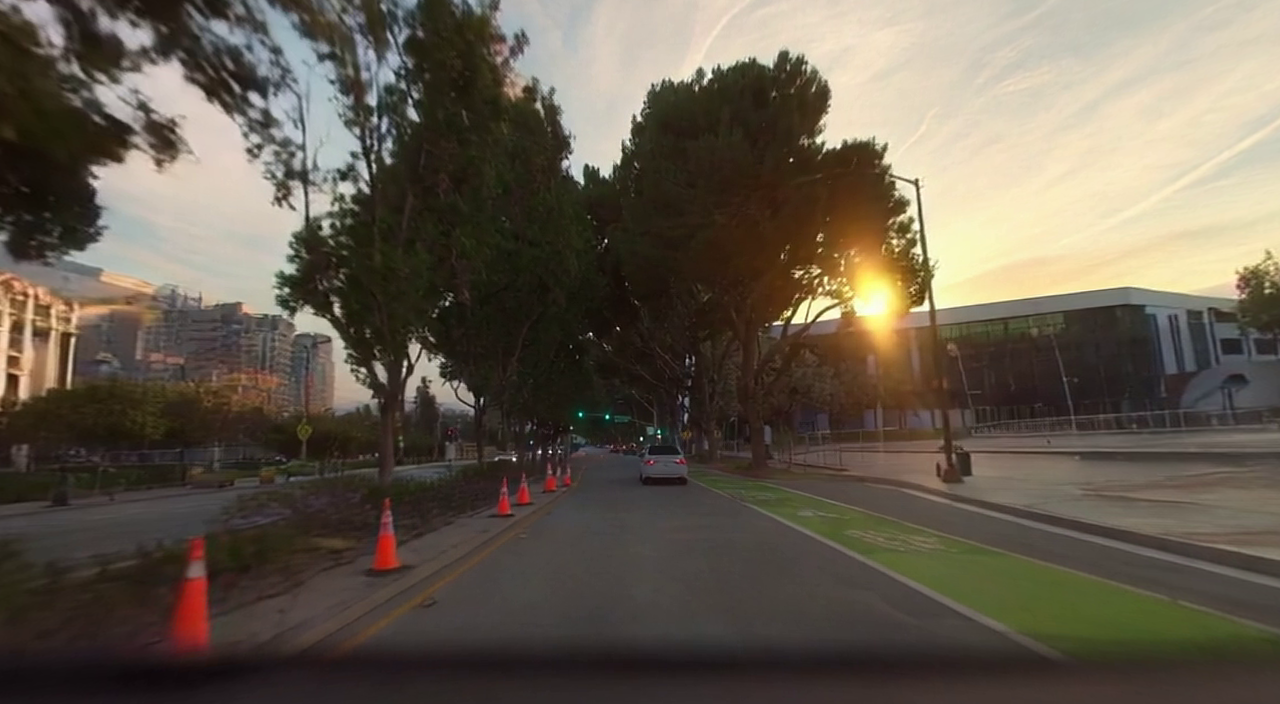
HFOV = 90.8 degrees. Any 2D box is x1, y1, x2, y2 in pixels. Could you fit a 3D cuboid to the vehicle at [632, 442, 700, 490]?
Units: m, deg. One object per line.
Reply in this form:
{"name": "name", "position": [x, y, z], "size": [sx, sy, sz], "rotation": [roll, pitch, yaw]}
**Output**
{"name": "vehicle", "position": [0.785, 3.957, 22.267], "size": [2.114, 1.493, 4.430], "rotation": [0, -8, -1]}
